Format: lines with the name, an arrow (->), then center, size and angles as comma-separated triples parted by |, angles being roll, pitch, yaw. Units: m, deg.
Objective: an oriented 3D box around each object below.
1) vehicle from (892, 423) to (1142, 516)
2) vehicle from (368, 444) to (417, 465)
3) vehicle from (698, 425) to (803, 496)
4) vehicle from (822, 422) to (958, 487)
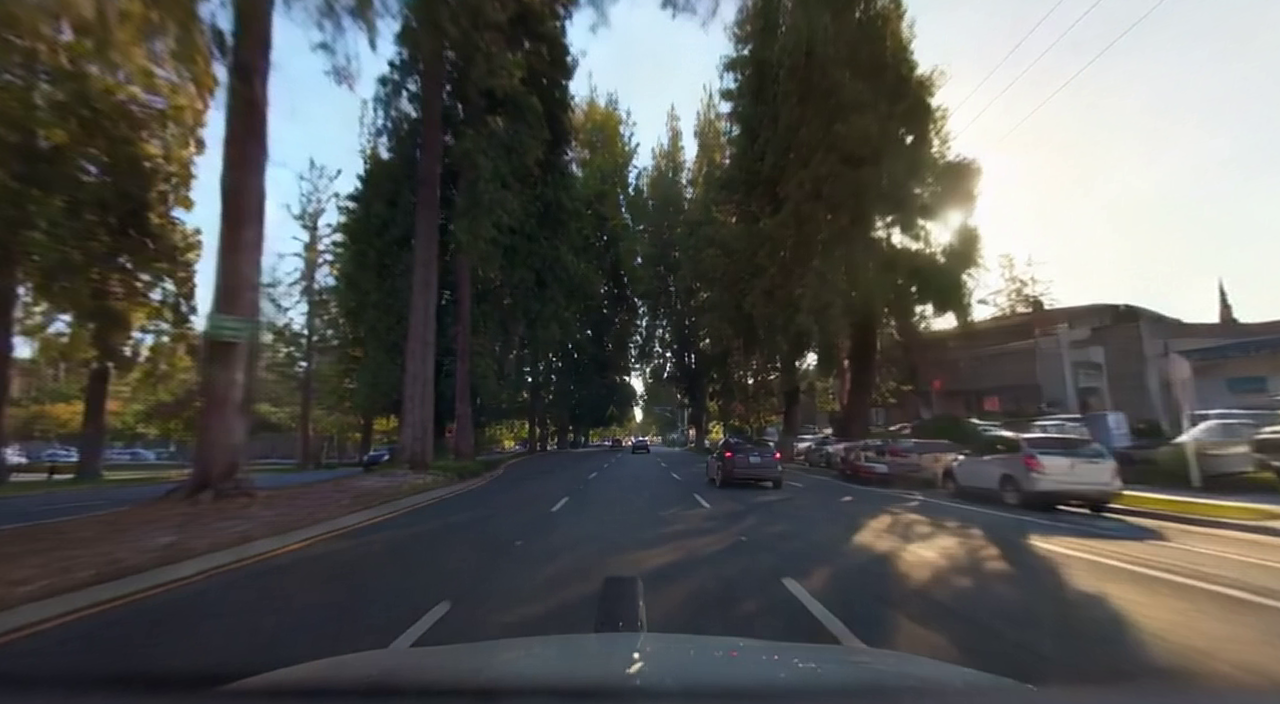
vehicle -> 7.484, 2.381, 13.334 | 2.068, 1.558, 5.058 | 0, -8, -1
vehicle -> -18.309, 7.559, 46.731 | 1.836, 1.454, 4.507 | 0, -8, 0
vehicle -> 2.812, 2.883, 17.036 | 2.022, 1.656, 4.025 | 0, -8, -1
vehicle -> 7.668, 3.219, 19.988 | 2.174, 1.788, 4.954 | 0, -8, -1
